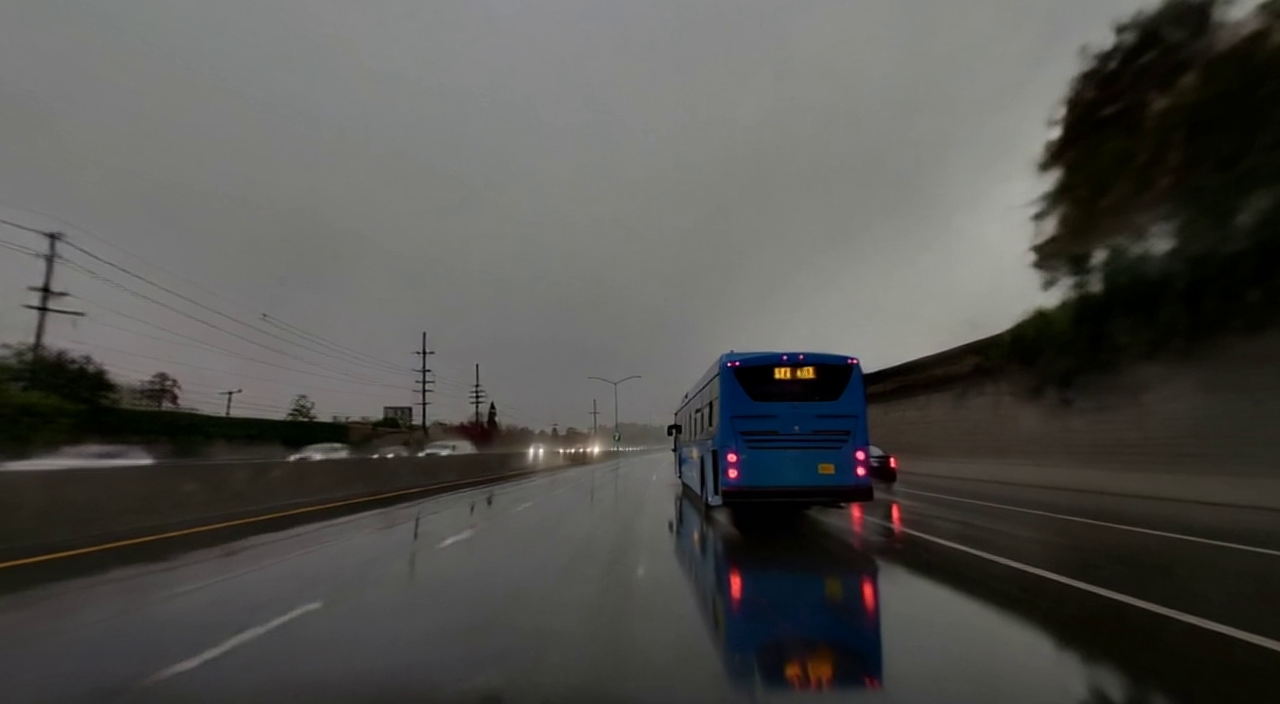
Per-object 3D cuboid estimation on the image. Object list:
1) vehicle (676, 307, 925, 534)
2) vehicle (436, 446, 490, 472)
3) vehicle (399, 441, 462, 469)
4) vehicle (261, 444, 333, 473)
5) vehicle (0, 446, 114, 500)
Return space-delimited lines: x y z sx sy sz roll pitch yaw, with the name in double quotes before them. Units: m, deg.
"vehicle" 2.902 2.118 17.236 3.144 3.580 14.591 0 -9 1
"vehicle" -10.882 6.608 39.216 1.921 1.497 4.443 0 -9 2
"vehicle" -14.852 7.330 45.245 2.263 1.881 5.692 0 -9 3
"vehicle" -21.620 6.689 40.048 1.942 1.712 4.495 0 -9 1
"vehicle" -18.853 3.612 19.175 1.900 1.479 4.436 0 -9 1
